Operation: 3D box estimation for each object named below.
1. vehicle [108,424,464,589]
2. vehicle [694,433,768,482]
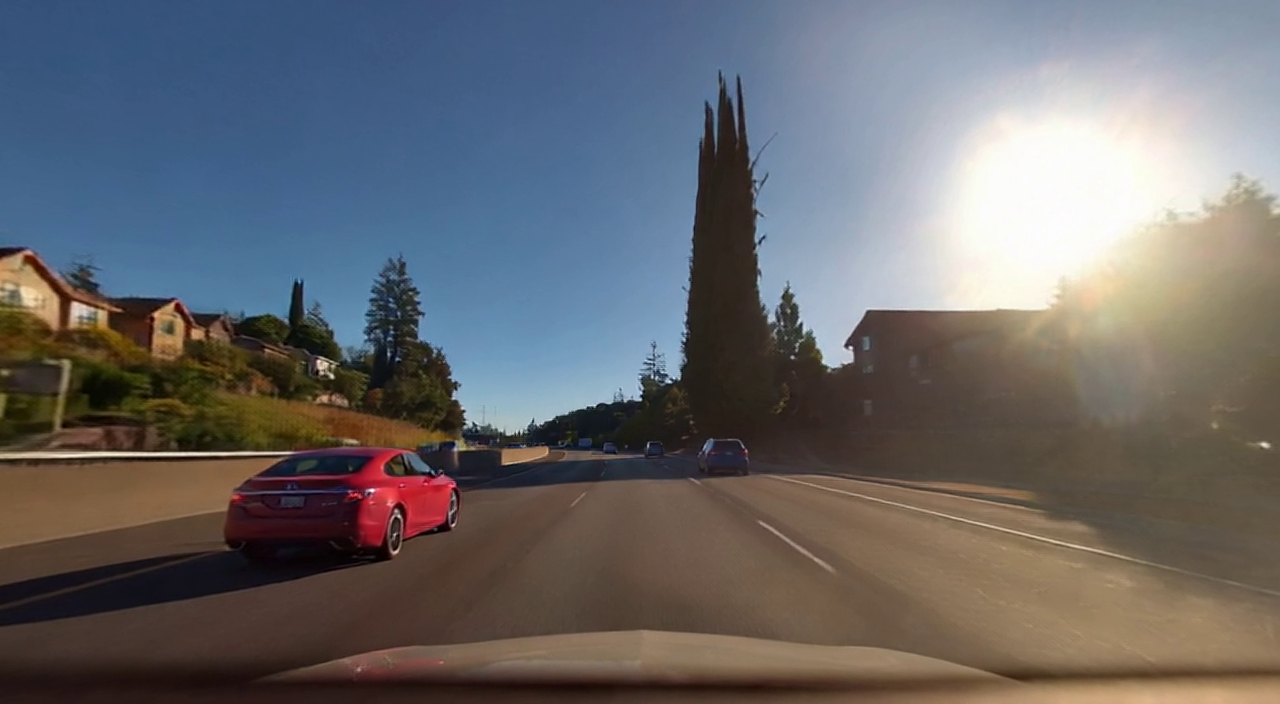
[{"bbox_3d":[-3.927,1.775,8.139,2.036,1.528,4.400,0,-9,0],"label":"vehicle"},{"bbox_3d":[3.369,4.036,24.284,2.092,1.686,4.188,0,-9,-2],"label":"vehicle"}]
